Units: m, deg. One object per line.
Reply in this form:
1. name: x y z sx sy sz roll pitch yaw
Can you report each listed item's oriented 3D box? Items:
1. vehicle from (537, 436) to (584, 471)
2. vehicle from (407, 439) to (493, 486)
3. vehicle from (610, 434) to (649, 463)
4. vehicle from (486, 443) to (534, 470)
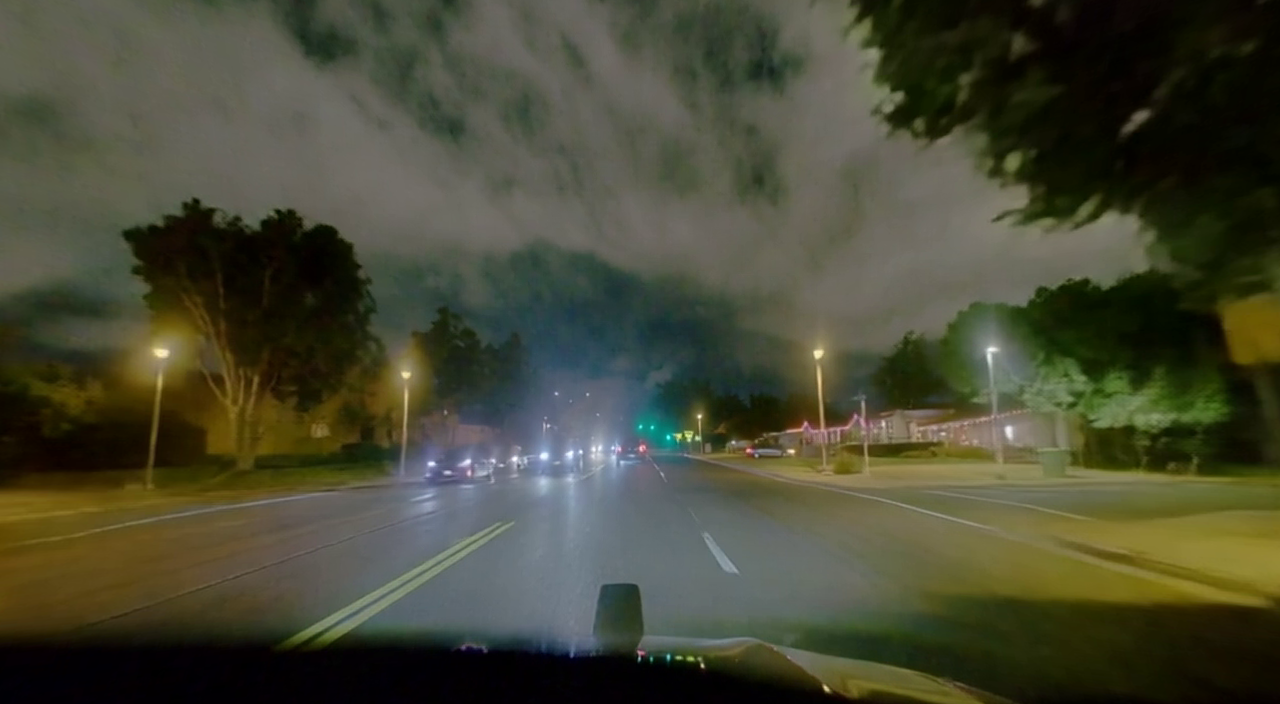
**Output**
1. vehicle: -4.230 5.461 34.065 1.955 1.723 4.287 0 -9 0
2. vehicle: -7.480 4.368 25.388 2.069 1.654 4.458 -1 -9 0
3. vehicle: -0.677 6.735 44.081 2.554 1.902 5.329 0 -9 1
4. vehicle: -8.039 6.476 39.450 2.054 1.528 4.297 -1 -9 0
